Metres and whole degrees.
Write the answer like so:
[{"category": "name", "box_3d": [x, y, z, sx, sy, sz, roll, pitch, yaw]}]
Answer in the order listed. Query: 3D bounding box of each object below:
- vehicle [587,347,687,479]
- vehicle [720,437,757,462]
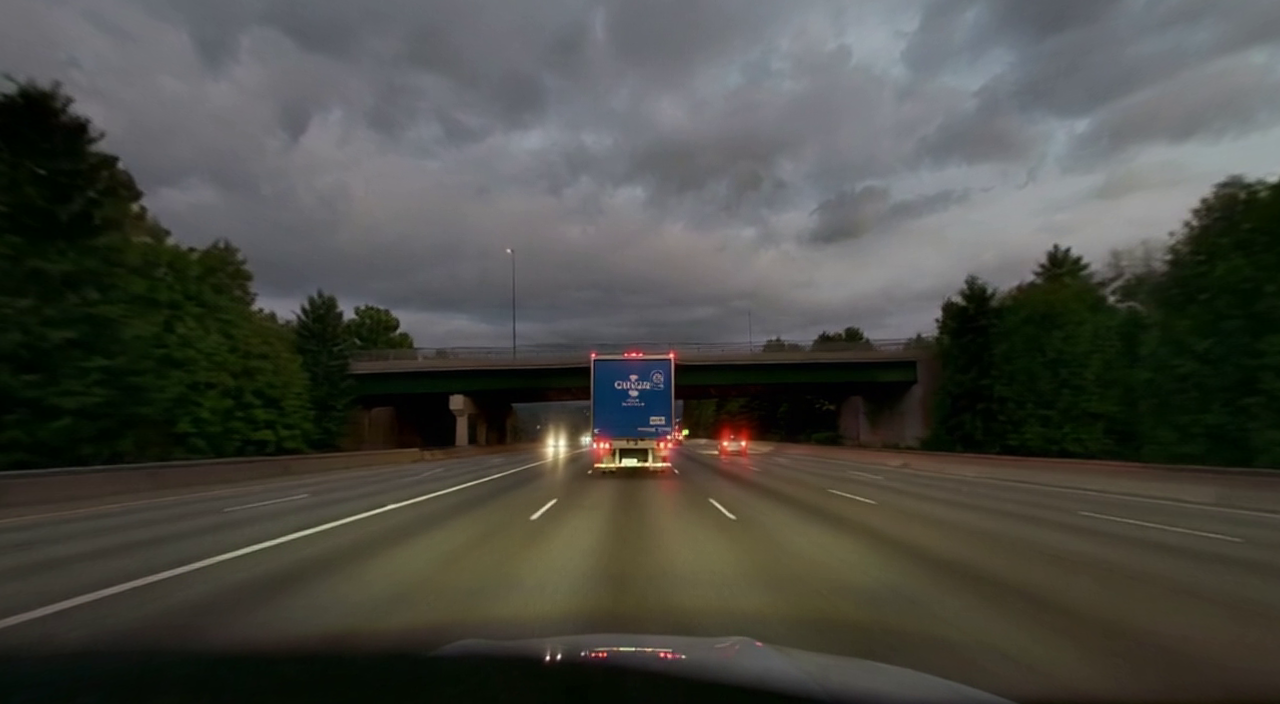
[{"category": "vehicle", "box_3d": [-0.322, 2.436, 23.576, 2.895, 3.861, 10.213, 0, -8, -3]}, {"category": "vehicle", "box_3d": [7.348, 7.316, 47.528, 2.050, 1.637, 4.397, 3, -7, 0]}]
